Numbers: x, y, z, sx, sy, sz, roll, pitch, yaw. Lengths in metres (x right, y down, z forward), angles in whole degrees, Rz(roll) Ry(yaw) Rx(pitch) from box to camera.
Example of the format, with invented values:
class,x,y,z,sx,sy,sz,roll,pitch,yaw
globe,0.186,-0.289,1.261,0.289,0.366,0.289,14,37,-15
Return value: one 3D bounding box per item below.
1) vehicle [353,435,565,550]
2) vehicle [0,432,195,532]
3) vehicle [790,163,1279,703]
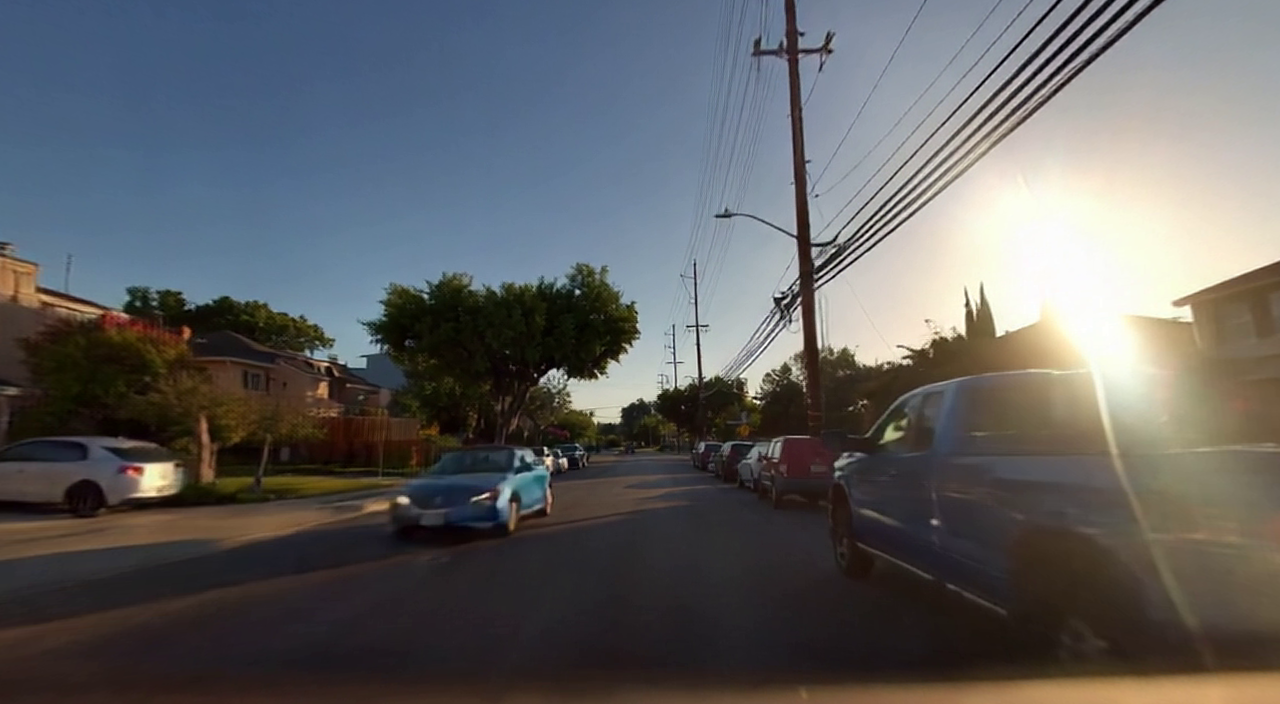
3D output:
class,x,y,z,sx,sy,sz,roll,pitch,yaw
vehicle,-2.734,2.246,10.853,2.213,1.548,4.370,0,-9,2
vehicle,-14.012,2.779,13.897,6.607,1.954,2.467,0,-9,2
vehicle,2.943,0.916,4.209,2.437,2.015,6.511,0,-9,1
